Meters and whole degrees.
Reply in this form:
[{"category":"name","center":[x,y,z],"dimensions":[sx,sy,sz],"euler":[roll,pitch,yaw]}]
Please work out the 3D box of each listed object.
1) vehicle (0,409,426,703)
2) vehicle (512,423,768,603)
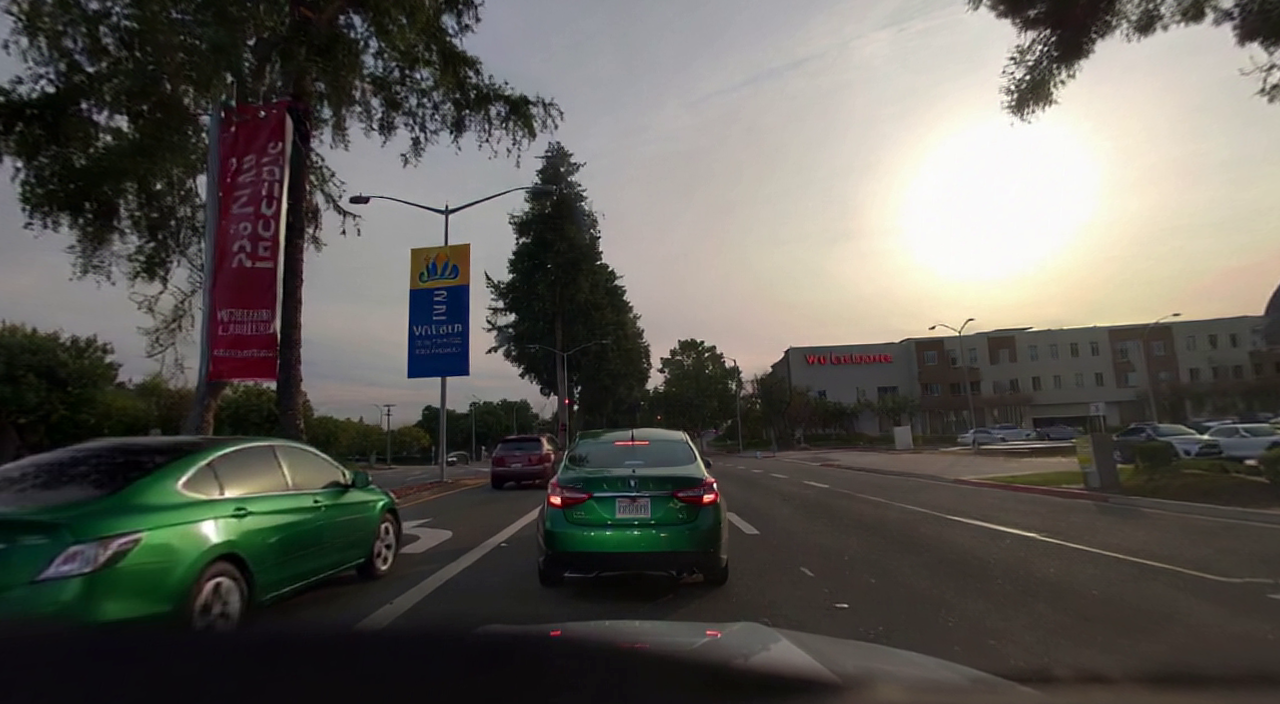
[{"category":"vehicle","center":[-3.497,1.337,5.099],"dimensions":[1.961,1.487,4.453],"euler":[0,-8,0]},{"category":"vehicle","center":[-0.058,1.635,7.311],"dimensions":[2.126,1.475,3.967],"euler":[0,-8,-2]}]
